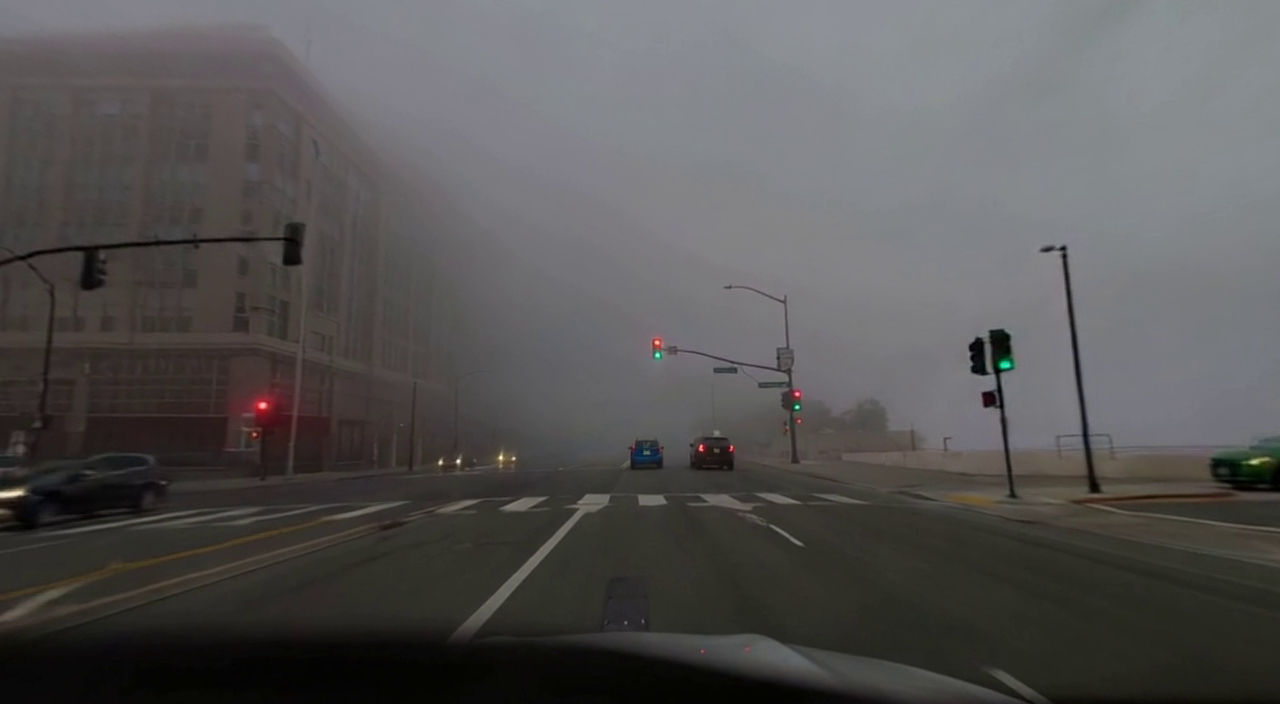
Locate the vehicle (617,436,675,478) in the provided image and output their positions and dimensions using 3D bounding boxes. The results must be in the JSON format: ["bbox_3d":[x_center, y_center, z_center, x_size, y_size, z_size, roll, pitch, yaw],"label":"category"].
[{"bbox_3d":[0.222,4.394,26.636,2.245,1.587,4.094,0,-8,-1],"label":"vehicle"}]

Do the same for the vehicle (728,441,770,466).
[{"bbox_3d":[7.188,6.742,41.904,1.961,1.510,4.707,0,-9,0],"label":"vehicle"}]

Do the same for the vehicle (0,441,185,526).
[{"bbox_3d":[-13.965,3.104,15.549,2.082,1.772,4.447,0,-8,0],"label":"vehicle"}]

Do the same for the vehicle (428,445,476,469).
[{"bbox_3d":[-13.655,7.646,46.008,1.984,1.618,4.568,0,-8,1],"label":"vehicle"}]

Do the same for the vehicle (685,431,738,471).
[{"bbox_3d":[3.743,5.295,33.878,2.159,1.938,4.836,0,-8,-1],"label":"vehicle"}]
